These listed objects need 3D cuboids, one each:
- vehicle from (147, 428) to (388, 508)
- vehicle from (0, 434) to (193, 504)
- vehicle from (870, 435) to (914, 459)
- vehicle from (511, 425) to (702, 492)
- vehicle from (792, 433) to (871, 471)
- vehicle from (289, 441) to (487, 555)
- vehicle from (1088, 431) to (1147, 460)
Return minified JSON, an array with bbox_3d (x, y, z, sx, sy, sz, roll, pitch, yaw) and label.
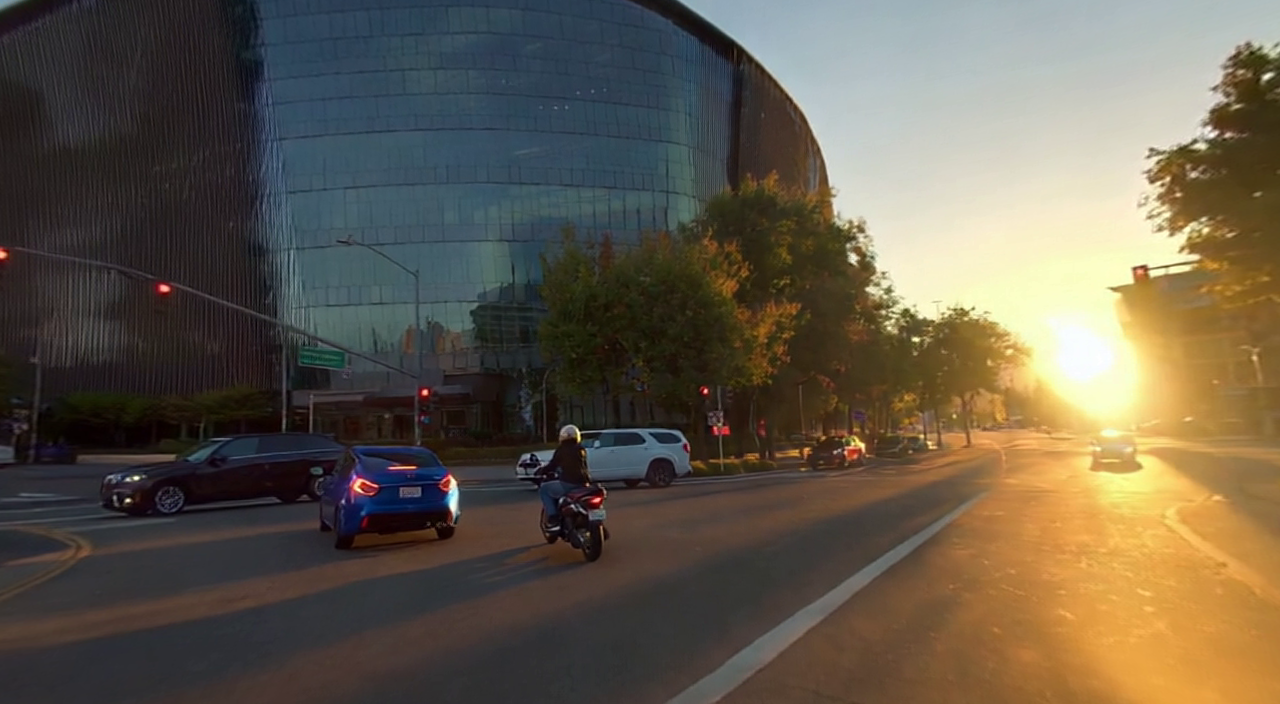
[{"bbox_3d":[-8.762,2.749,15.117,4.583,1.755,1.936,-1,-8,4],"label":"vehicle"},{"bbox_3d":[-14.919,3.117,17.060,4.380,1.727,2.052,-2,-8,12],"label":"vehicle"},{"bbox_3d":[17.650,6.630,44.060,2.024,1.543,4.028,-6,-10,32],"label":"vehicle"},{"bbox_3d":[-1.093,3.448,20.890,5.833,1.960,2.341,3,-9,-24],"label":"vehicle"},{"bbox_3d":[9.273,4.788,30.334,2.084,1.656,4.583,-7,-10,37],"label":"vehicle"},{"bbox_3d":[-4.350,2.232,10.494,2.009,1.450,4.182,6,-10,-36],"label":"vehicle"},{"bbox_3d":[26.311,5.150,34.861,1.872,1.467,4.385,-5,-9,28],"label":"vehicle"}]
